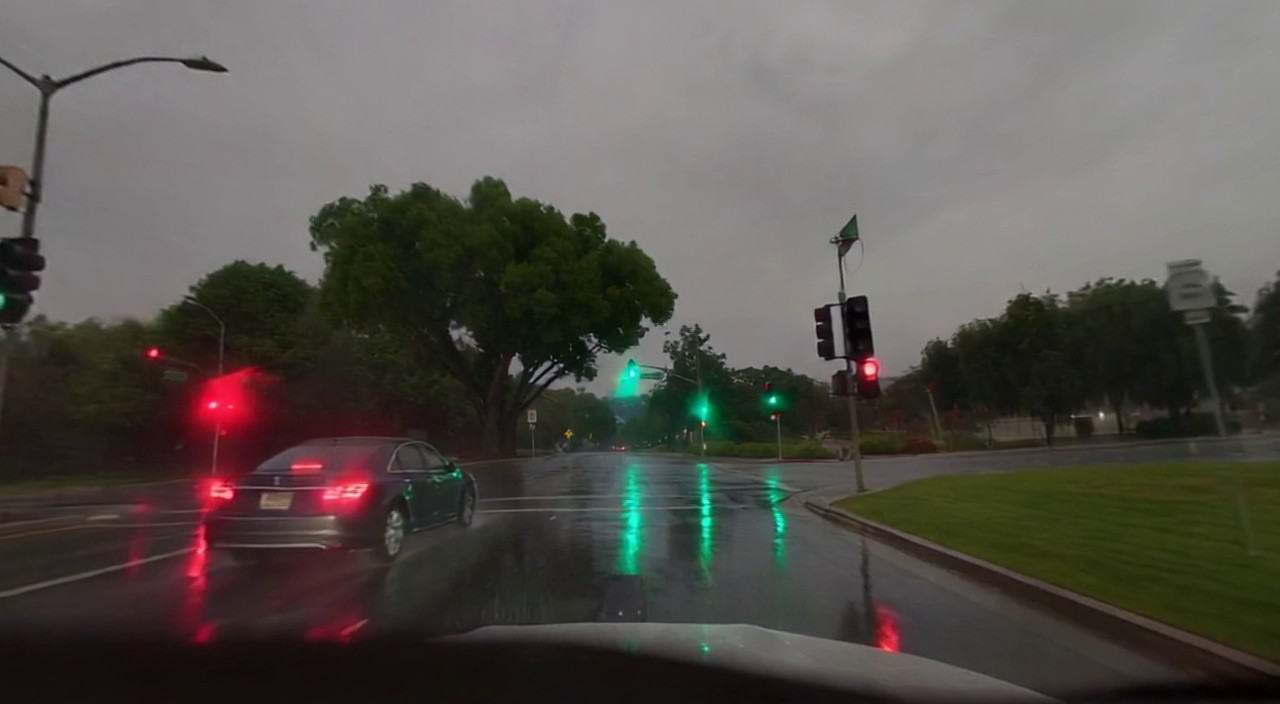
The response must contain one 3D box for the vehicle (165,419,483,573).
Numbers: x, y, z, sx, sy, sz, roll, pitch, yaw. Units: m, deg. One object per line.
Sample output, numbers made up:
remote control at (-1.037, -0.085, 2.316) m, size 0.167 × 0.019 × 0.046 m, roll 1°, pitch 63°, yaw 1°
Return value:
vehicle at (-3.700, 1.770, 8.572) m, size 1.980 × 1.508 × 4.502 m, roll 0°, pitch -9°, yaw 0°
